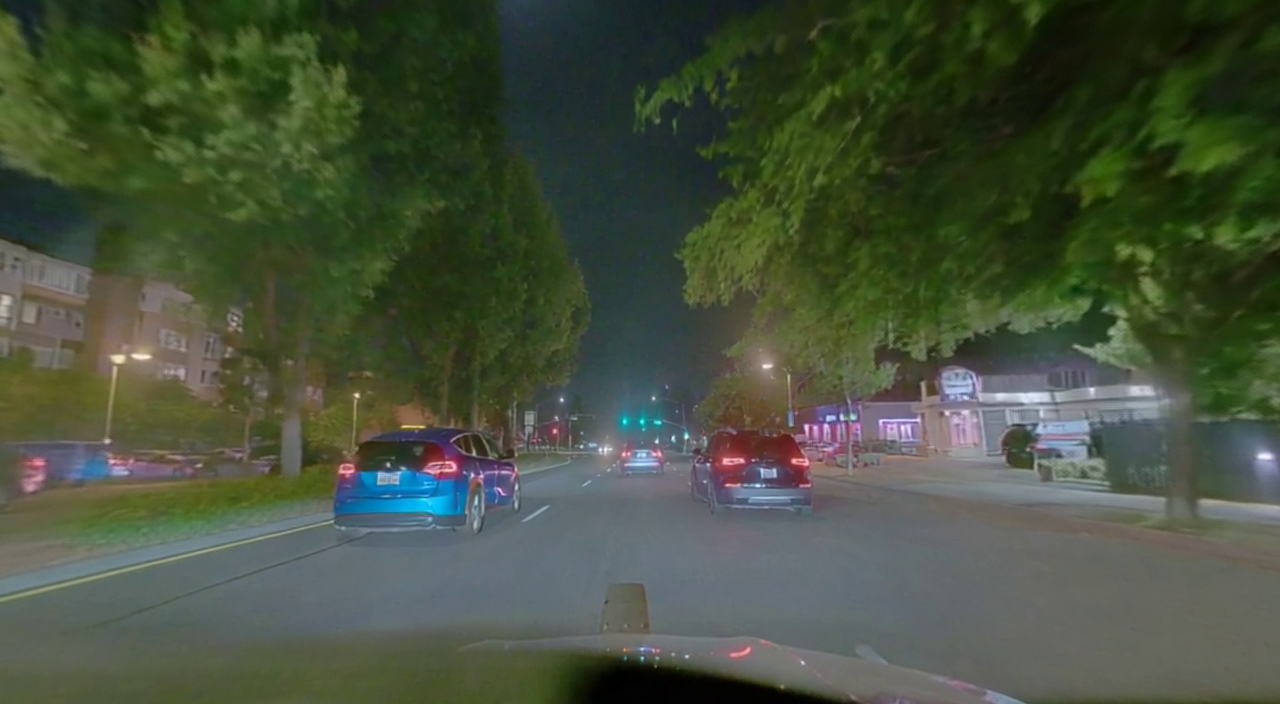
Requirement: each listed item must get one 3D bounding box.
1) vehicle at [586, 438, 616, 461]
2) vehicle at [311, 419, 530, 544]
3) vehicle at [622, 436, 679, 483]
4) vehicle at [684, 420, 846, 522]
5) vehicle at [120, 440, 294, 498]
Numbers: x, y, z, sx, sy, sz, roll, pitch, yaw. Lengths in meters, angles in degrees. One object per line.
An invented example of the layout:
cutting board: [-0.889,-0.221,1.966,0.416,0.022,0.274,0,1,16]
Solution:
vehicle: [-3.013,7.700,49.743,2.014,1.755,4.360,0,-8,1]
vehicle: [-3.422,2.120,11.032,2.043,1.687,4.676,0,-8,2]
vehicle: [0.360,3.936,23.310,1.922,1.579,3.642,0,-8,0]
vehicle: [2.329,2.389,13.198,2.280,1.747,4.361,1,-8,-3]
vehicle: [-12.330,3.323,18.387,1.849,1.452,4.423,0,-8,1]
